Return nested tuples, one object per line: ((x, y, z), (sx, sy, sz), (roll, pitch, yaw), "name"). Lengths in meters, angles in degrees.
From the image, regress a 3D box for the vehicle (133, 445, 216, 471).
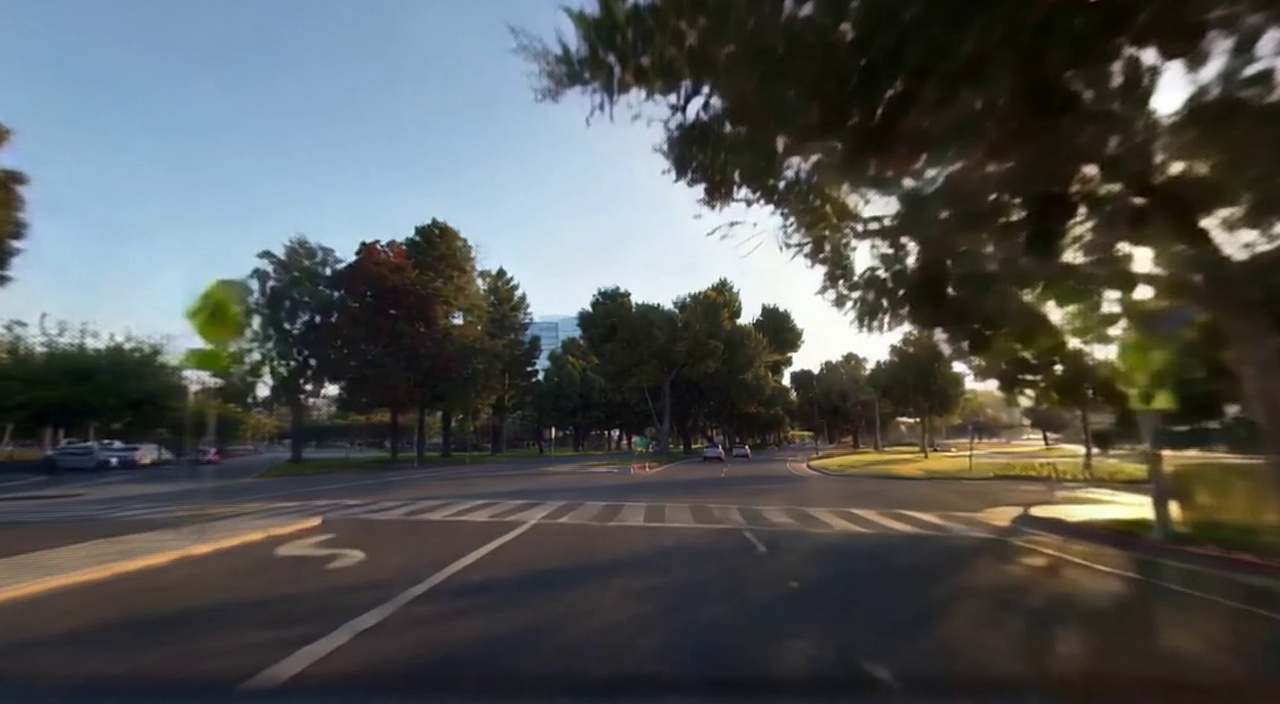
((-32.463, 7.383, 43.993), (4.787, 1.709, 2.164), (-3, -9, 19), "vehicle")

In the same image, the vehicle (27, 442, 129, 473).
((-33.974, 6.348, 38.148), (4.856, 1.795, 2.030), (-2, -9, 14), "vehicle")
